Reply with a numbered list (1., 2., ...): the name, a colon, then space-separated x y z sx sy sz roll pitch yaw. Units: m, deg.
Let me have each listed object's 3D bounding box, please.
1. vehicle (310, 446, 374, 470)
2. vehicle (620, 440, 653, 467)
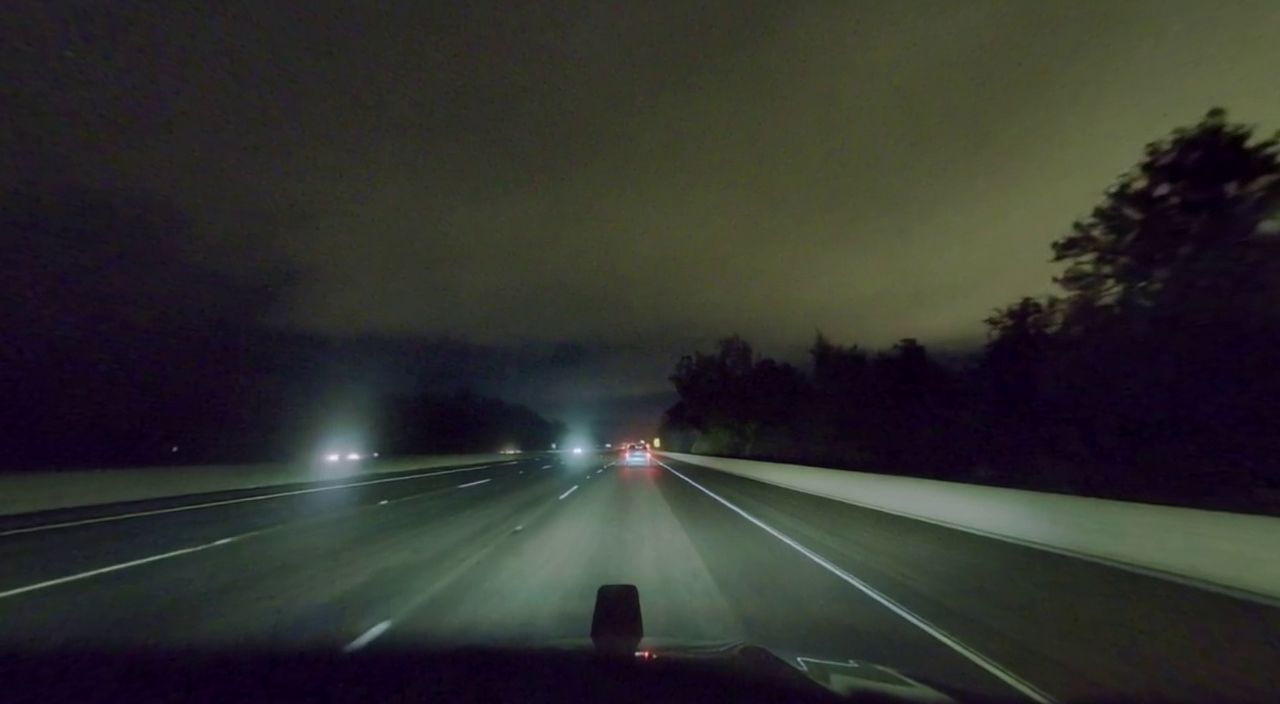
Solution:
1. vehicle: -20.102 7.163 42.661 2.024 1.483 4.685 0 -9 0
2. vehicle: -0.231 6.815 42.475 2.120 1.715 4.153 0 -9 -1
